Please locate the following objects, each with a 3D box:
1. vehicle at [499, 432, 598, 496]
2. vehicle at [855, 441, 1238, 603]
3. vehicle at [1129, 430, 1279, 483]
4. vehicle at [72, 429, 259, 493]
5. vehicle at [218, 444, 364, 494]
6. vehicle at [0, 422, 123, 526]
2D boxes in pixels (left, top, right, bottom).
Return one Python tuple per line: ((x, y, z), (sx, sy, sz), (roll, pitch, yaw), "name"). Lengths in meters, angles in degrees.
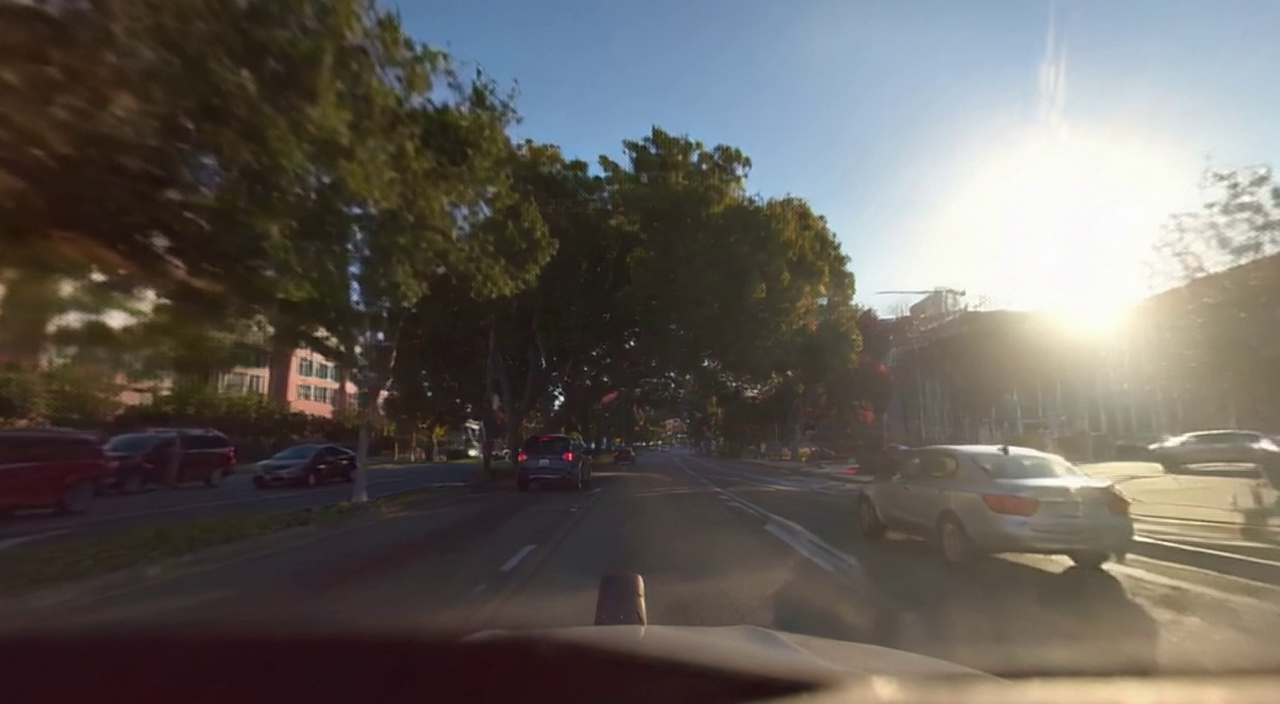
((-2.835, 3.627, 20.888), (2.305, 1.833, 4.912), (-1, -9, 3), "vehicle")
((4.495, 1.900, 8.059), (1.960, 1.471, 4.378), (0, -9, 0), "vehicle")
((24.344, 4.286, 26.086), (2.429, 1.938, 6.118), (2, -9, -17), "vehicle")
((-14.993, 3.468, 20.453), (2.097, 1.813, 4.998), (0, -9, 1), "vehicle")
((-11.405, 3.836, 21.145), (1.960, 1.451, 4.870), (-1, -9, 2), "vehicle")
((-11.730, 2.049, 10.590), (2.016, 1.710, 4.734), (0, -9, 1), "vehicle")
